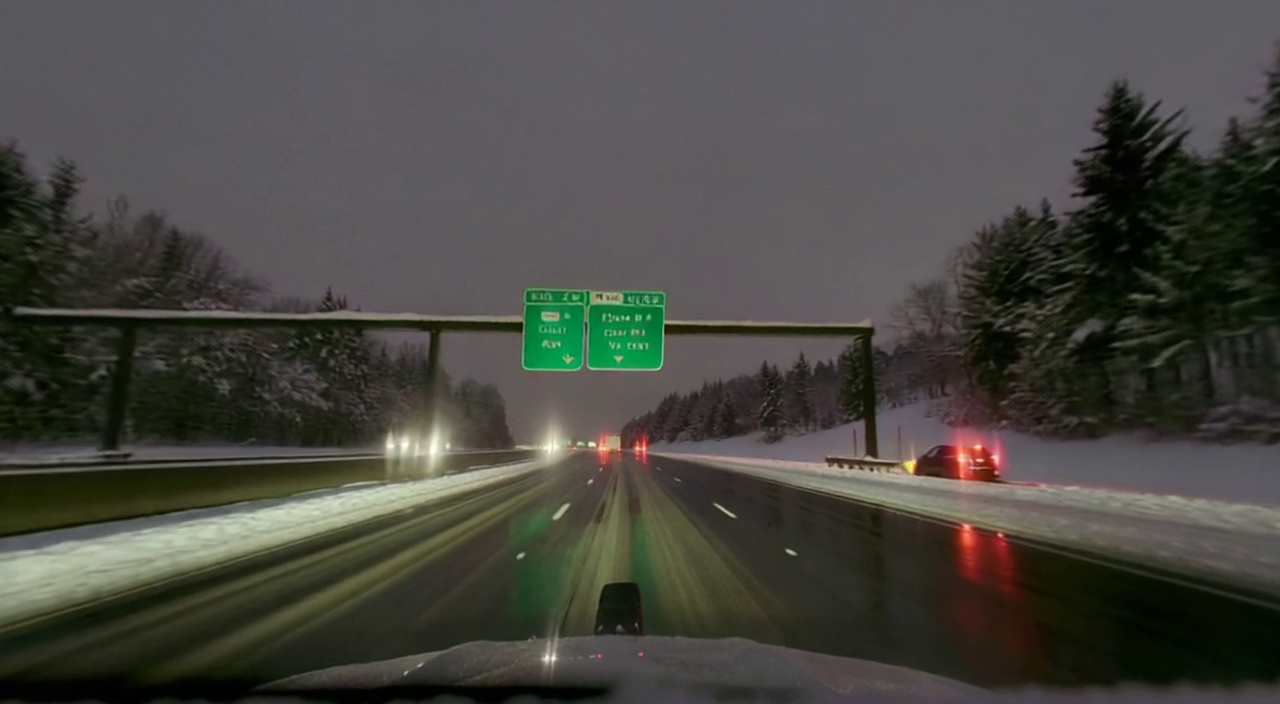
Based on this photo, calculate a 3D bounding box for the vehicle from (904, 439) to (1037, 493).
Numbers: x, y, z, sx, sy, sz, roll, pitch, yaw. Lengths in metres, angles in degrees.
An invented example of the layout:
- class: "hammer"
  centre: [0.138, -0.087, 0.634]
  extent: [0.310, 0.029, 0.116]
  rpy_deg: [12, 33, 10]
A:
- class: "vehicle"
  centre: [9.833, 3.409, 19.022]
  extent: [1.853, 1.463, 3.780]
  rpy_deg: [0, -9, -2]
